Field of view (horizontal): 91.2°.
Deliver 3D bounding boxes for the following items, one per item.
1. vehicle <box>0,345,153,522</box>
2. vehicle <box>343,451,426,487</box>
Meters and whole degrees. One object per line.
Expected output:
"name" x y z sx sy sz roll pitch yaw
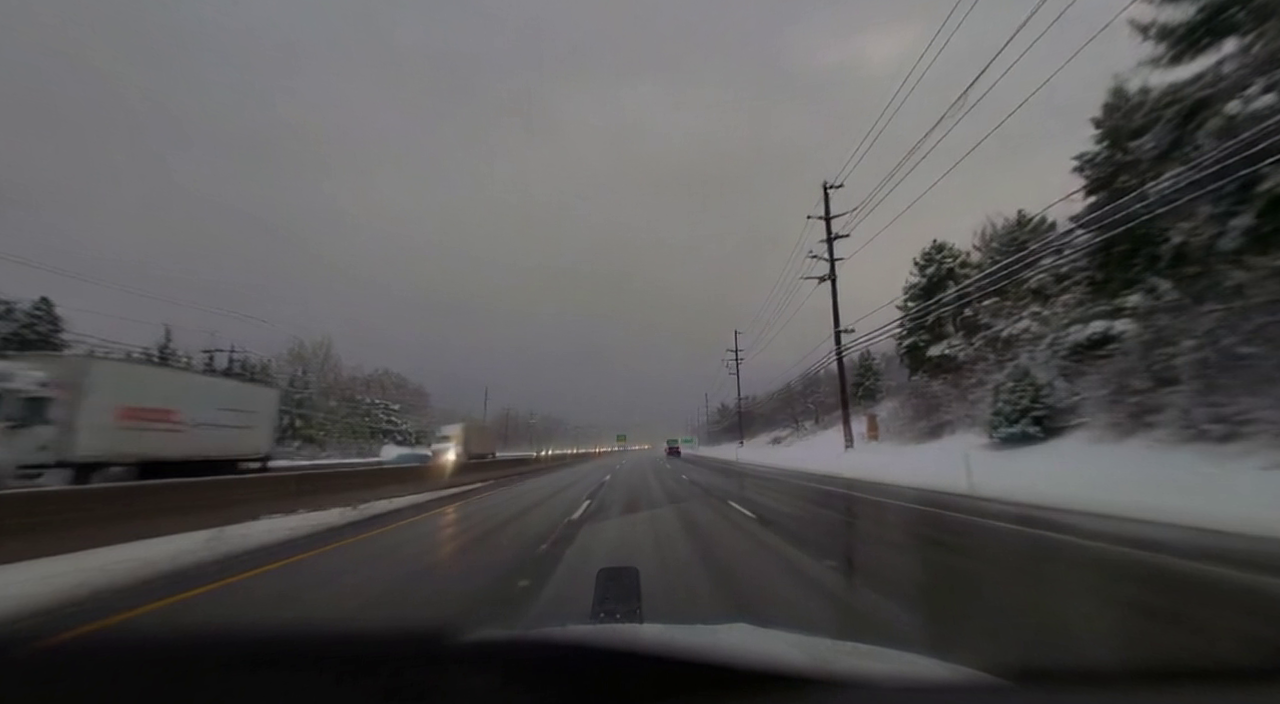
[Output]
"vehicle" -15.054 1.873 14.314 3.119 3.694 5.532 0 -9 1
"vehicle" -11.713 5.377 29.116 1.928 1.485 4.694 0 -9 -1
